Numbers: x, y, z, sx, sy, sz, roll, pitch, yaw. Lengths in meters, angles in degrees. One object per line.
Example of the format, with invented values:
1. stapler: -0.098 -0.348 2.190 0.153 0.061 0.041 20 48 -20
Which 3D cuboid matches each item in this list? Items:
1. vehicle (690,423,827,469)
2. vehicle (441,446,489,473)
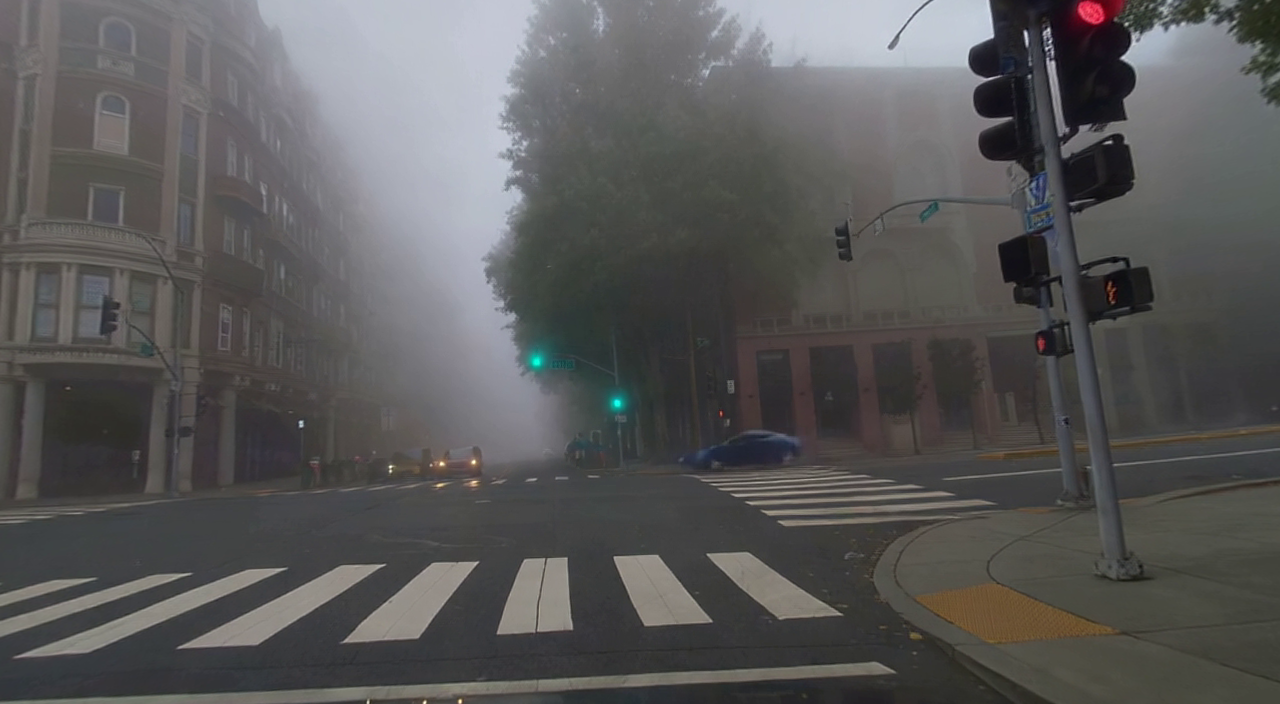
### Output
1. vehicle: 4.371 3.526 23.764 4.626 1.636 2.004 1 -9 -10
2. vehicle: -10.503 6.461 38.154 2.196 1.503 4.371 1 -9 -8
